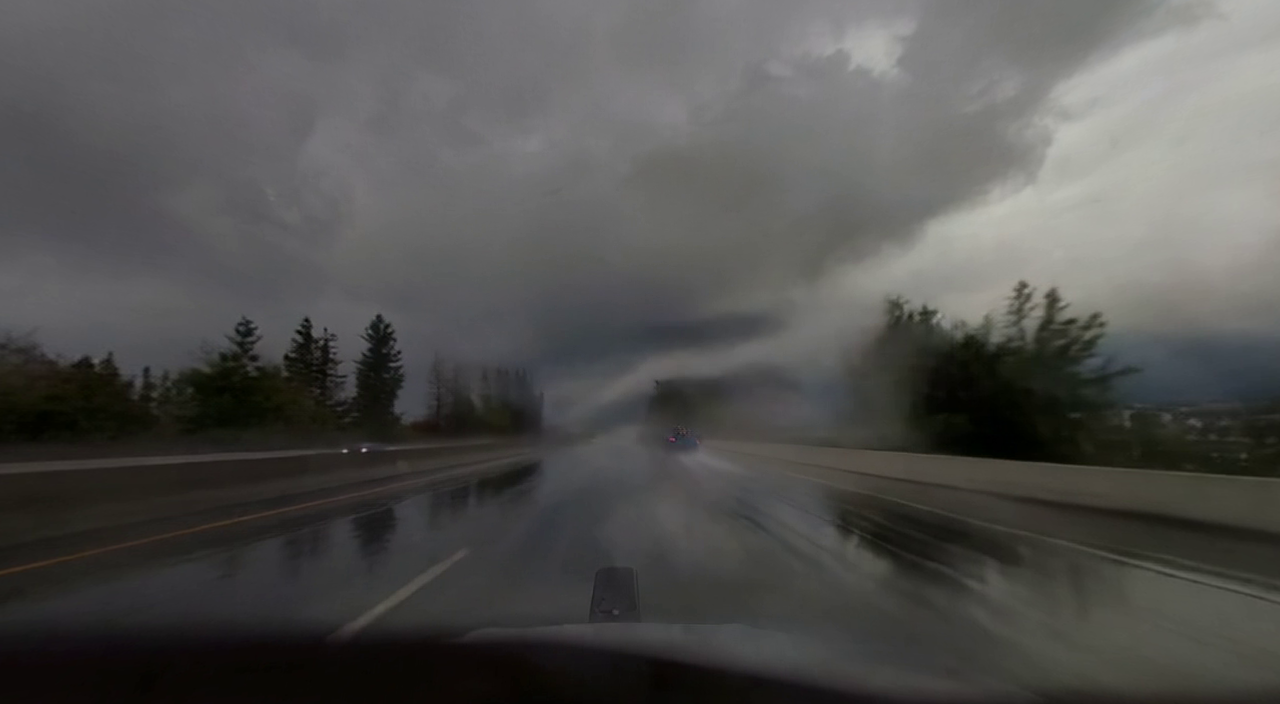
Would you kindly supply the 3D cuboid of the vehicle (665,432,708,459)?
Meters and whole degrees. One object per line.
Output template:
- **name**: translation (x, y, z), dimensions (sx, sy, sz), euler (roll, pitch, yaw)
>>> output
- **vehicle**: translation (2.557, 5.203, 35.273), dimensions (1.911, 1.449, 3.776), euler (0, -7, -3)
